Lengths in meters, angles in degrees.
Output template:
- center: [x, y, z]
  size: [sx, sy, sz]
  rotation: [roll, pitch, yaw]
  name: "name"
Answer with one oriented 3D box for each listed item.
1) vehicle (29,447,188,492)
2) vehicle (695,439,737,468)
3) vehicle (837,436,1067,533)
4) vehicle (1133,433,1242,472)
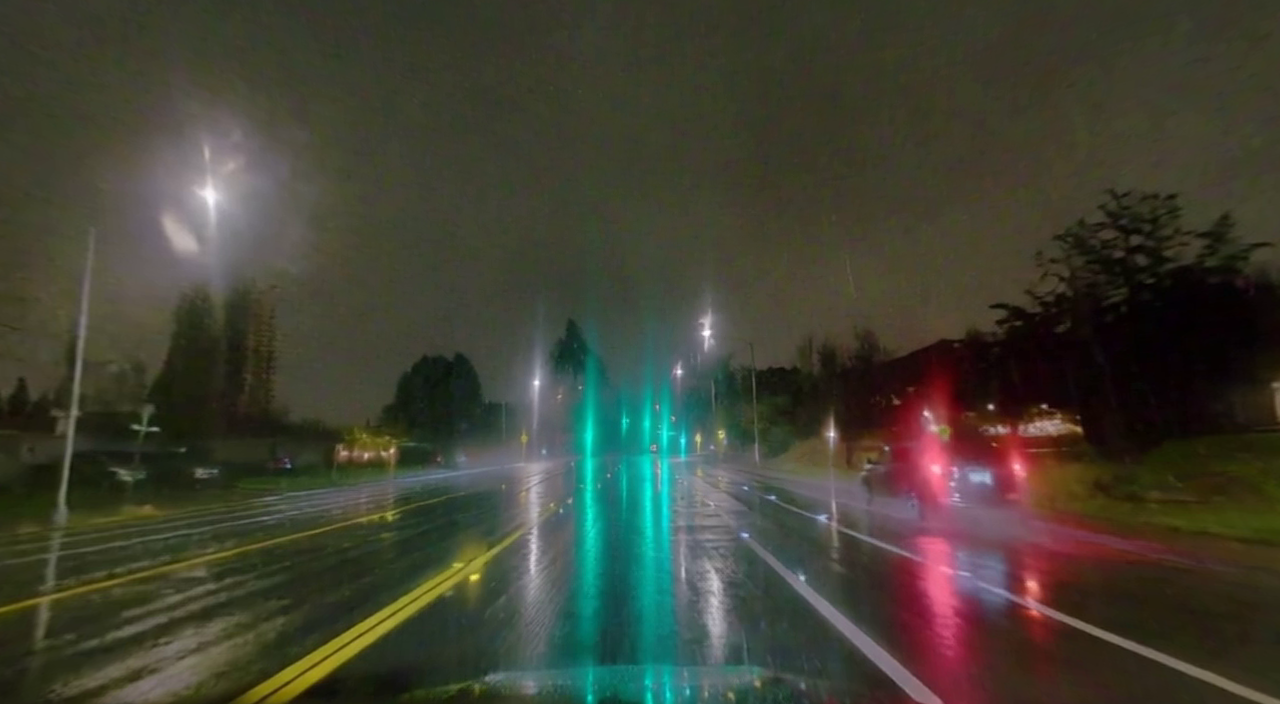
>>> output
- center: [-21.589, 4.779, 25.763]
  size: [4.610, 1.721, 2.019]
  rotation: [0, -9, -1]
  name: "vehicle"
- center: [4.949, 6.717, 41.714]
  size: [2.105, 1.772, 4.757]
  rotation: [0, -9, 0]
  name: "vehicle"
- center: [5.423, 2.337, 11.790]
  size: [1.935, 1.453, 4.488]
  rotation: [0, -9, -1]
  name: "vehicle"
- center: [22.887, 4.184, 26.539]
  size: [1.783, 1.494, 3.909]
  rotation: [-3, -8, 14]
  name: "vehicle"
